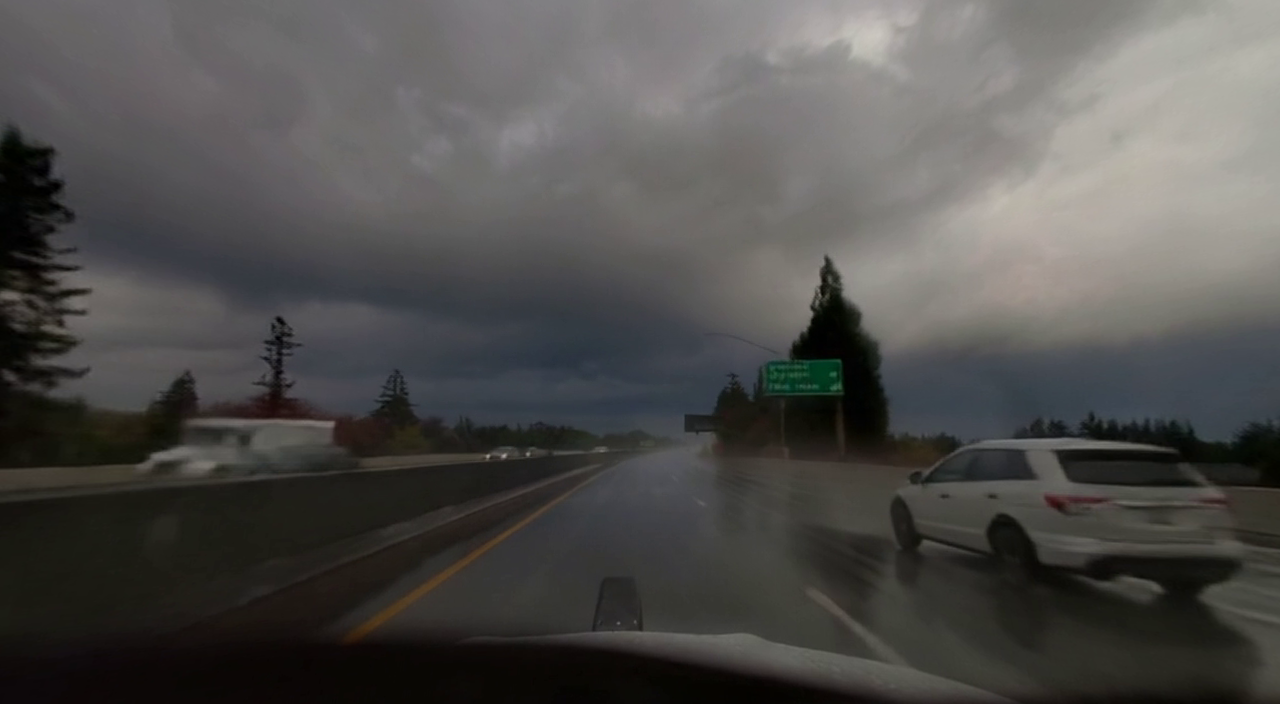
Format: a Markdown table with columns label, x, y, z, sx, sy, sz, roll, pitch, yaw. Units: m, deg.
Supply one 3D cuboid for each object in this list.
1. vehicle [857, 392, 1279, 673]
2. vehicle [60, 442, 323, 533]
| label | x | y | z | sx | sy | sz | roll | pitch | yaw |
| --- | --- | --- | --- | --- | --- | --- | --- | --- | --- |
| vehicle | 4.063 | 1.436 | 6.168 | 2.089 | 1.660 | 4.729 | 0 | -9 | -1 |
| vehicle | -8.794 | 2.672 | 12.987 | 2.063 | 1.512 | 4.610 | 0 | -9 | 0 |
